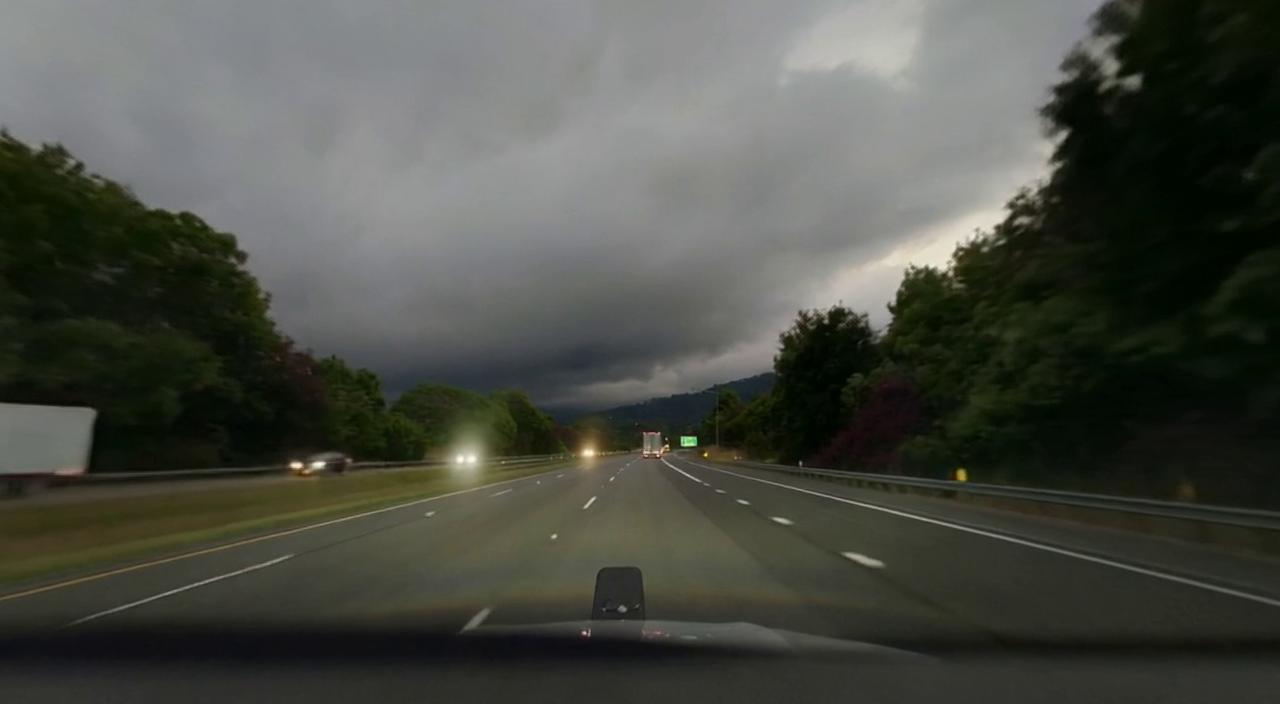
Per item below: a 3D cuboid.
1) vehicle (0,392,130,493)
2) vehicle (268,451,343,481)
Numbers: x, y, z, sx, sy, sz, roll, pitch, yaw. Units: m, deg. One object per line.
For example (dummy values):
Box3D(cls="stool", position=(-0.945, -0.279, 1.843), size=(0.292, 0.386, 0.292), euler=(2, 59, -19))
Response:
Box3D(cls="vehicle", position=(-24.613, 3.410, 23.539), size=(2.753, 3.628, 9.928), euler=(-1, -9, 1))
Box3D(cls="vehicle", position=(-20.516, 6.996, 38.930), size=(2.265, 1.716, 4.219), euler=(-1, -9, 0))
